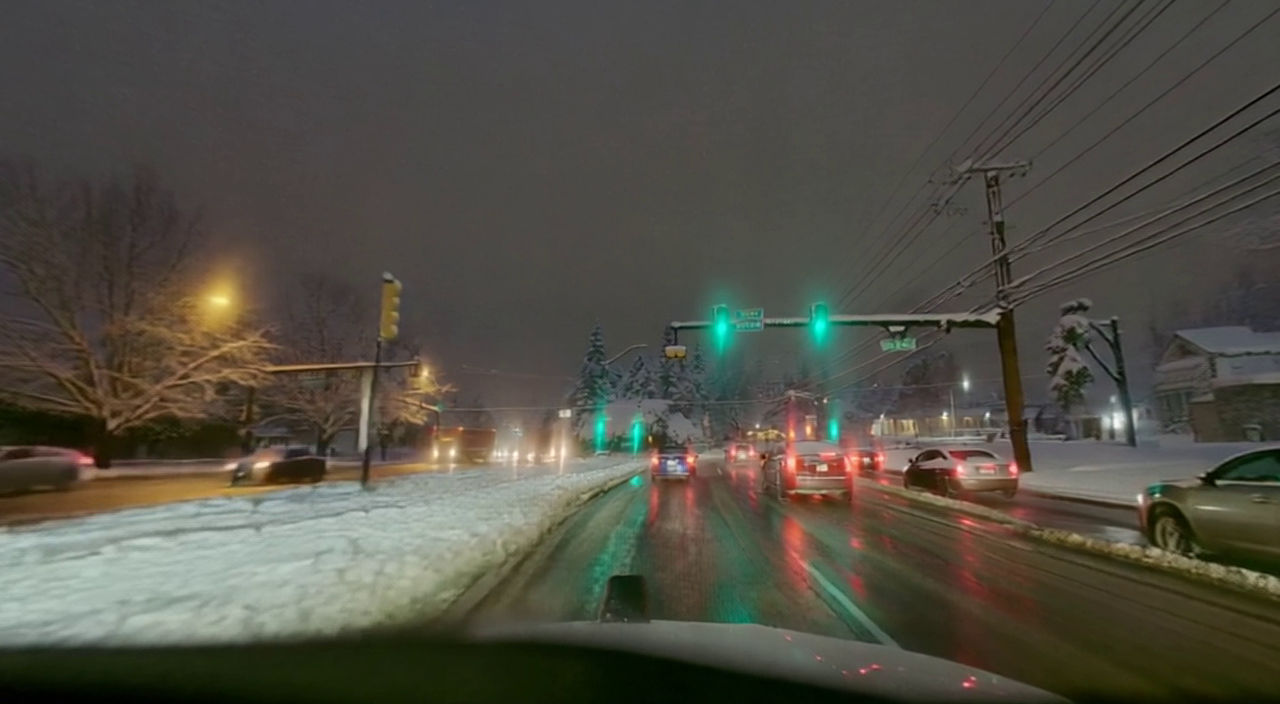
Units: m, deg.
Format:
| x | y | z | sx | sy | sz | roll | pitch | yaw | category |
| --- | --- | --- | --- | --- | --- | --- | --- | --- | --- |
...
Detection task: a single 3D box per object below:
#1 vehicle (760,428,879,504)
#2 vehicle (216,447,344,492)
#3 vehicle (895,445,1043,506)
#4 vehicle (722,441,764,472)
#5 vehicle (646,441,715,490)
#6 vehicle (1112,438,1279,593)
| x | y | z | sx | sy | sz | roll | pitch | yaw | category |
| --- | --- | --- | --- | --- | --- | --- | --- | --- | --- |
| 4.831 | 3.133 | 17.819 | 2.119 | 1.810 | 4.848 | 0 | -8 | 3 | vehicle |
| -12.326 | 4.026 | 21.955 | 1.779 | 1.388 | 4.210 | 0 | -8 | 4 | vehicle |
| 9.058 | 3.387 | 17.866 | 1.882 | 1.463 | 4.543 | 0 | -8 | 2 | vehicle |
| 5.702 | 5.825 | 35.312 | 1.896 | 1.612 | 4.203 | -1 | -8 | 4 | vehicle |
| 1.456 | 3.897 | 22.088 | 2.168 | 1.527 | 4.174 | -1 | -8 | 5 | vehicle |
| 7.073 | 1.547 | 5.887 | 1.866 | 1.471 | 4.478 | 0 | -8 | 1 | vehicle |
